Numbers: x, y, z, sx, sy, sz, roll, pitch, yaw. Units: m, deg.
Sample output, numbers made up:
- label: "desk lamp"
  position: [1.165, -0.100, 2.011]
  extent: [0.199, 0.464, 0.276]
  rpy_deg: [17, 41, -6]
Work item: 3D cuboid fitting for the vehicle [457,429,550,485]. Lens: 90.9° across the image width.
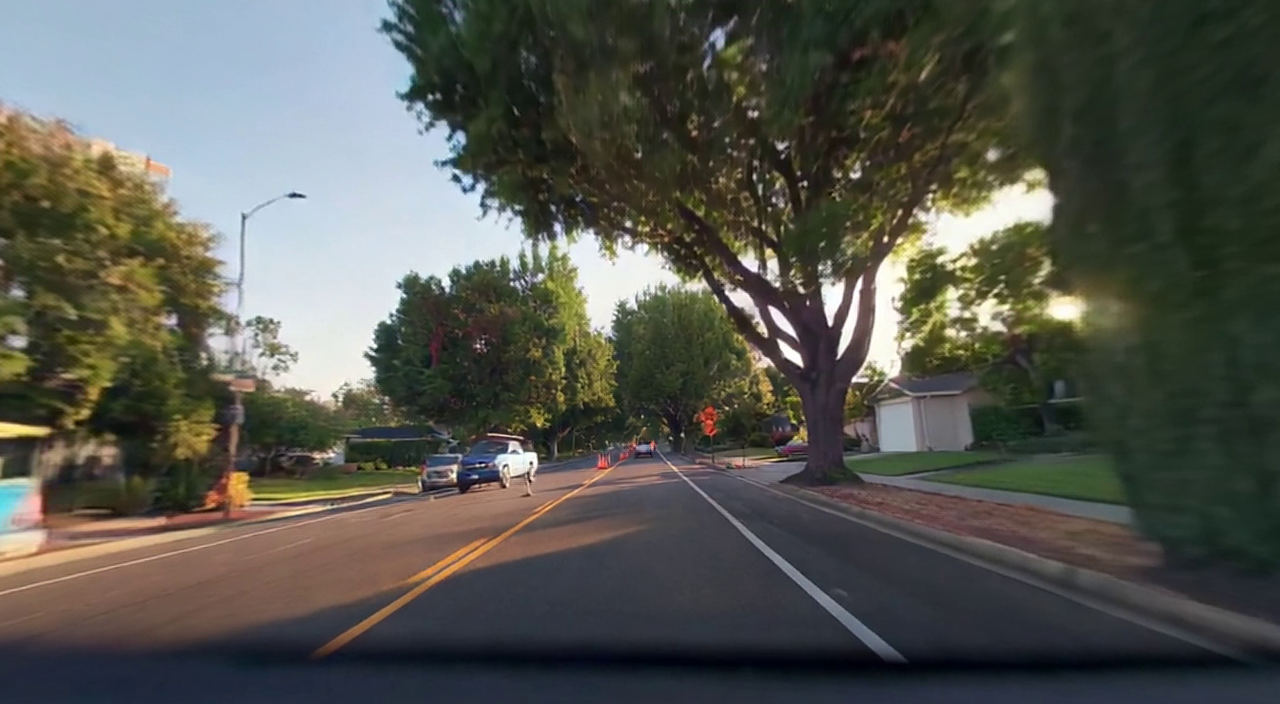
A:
- label: "vehicle"
  position: [-6.190, 4.855, 29.429]
  extent: [2.517, 2.323, 5.205]
  rpy_deg: [-1, -8, 8]
